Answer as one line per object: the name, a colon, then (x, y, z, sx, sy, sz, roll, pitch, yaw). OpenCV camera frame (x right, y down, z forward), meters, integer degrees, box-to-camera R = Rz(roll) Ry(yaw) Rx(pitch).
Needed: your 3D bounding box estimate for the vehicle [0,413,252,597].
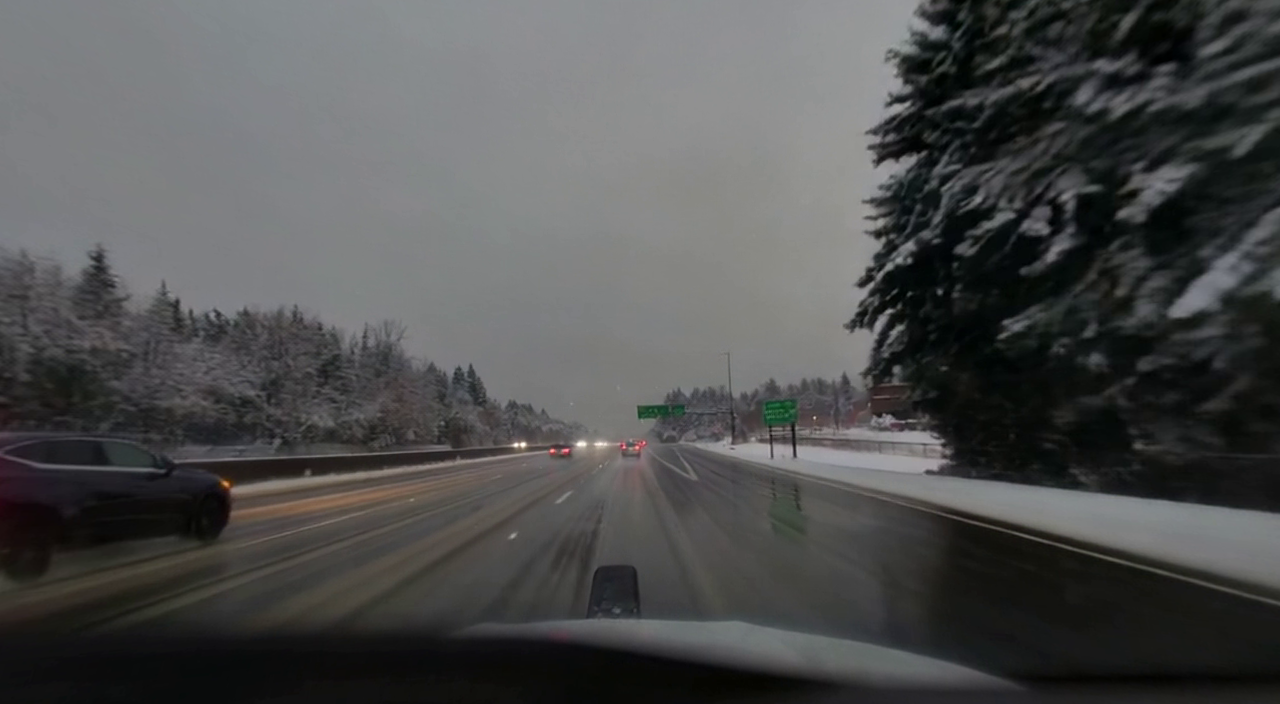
vehicle: (-6.670, 1.533, 6.747, 2.016, 1.606, 4.806, 0, -9, 0)
